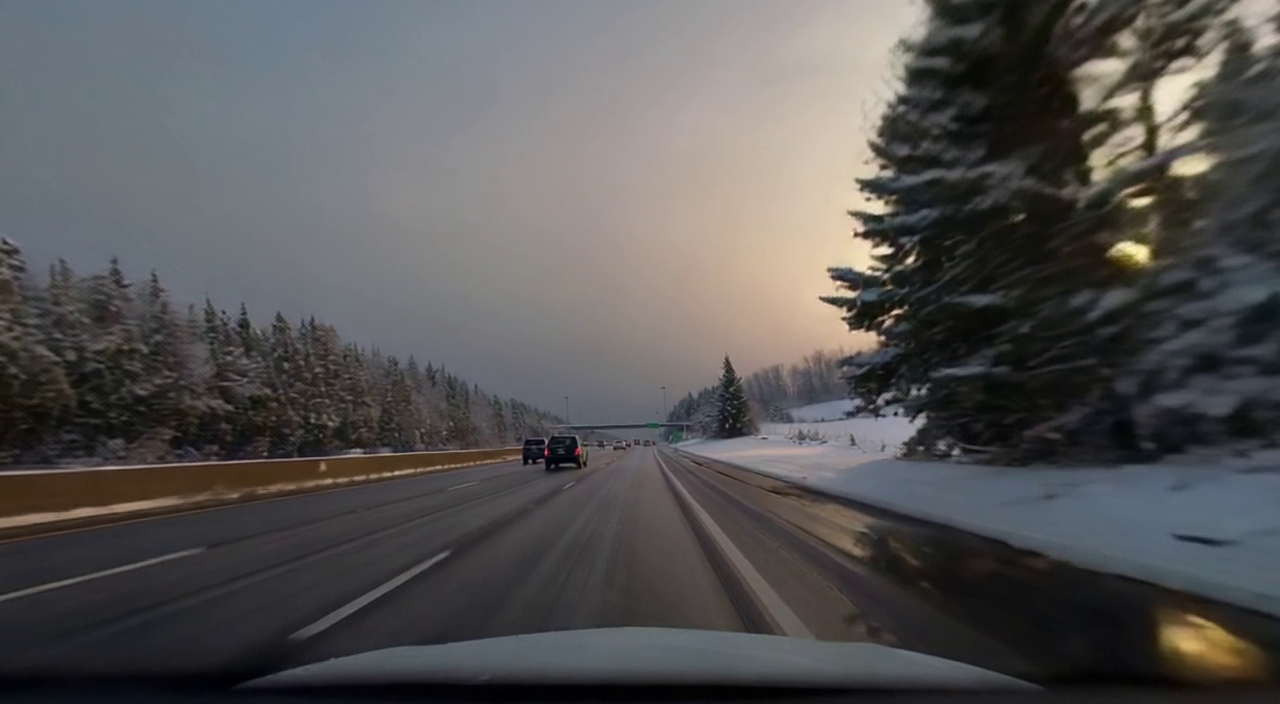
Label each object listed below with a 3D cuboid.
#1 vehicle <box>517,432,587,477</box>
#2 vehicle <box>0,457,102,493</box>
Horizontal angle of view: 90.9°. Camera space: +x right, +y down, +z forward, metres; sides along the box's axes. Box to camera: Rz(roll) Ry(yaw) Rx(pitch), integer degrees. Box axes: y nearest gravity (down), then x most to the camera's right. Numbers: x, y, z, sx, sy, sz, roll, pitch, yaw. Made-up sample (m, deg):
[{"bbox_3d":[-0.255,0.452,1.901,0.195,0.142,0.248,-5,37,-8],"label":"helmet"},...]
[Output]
[{"bbox_3d":[-3.715,4.461,27.633,2.283,1.802,4.810,0,-8,1],"label":"vehicle"},{"bbox_3d":[-29.258,5.897,30.576,1.865,1.479,5.028,0,-8,1],"label":"vehicle"}]
